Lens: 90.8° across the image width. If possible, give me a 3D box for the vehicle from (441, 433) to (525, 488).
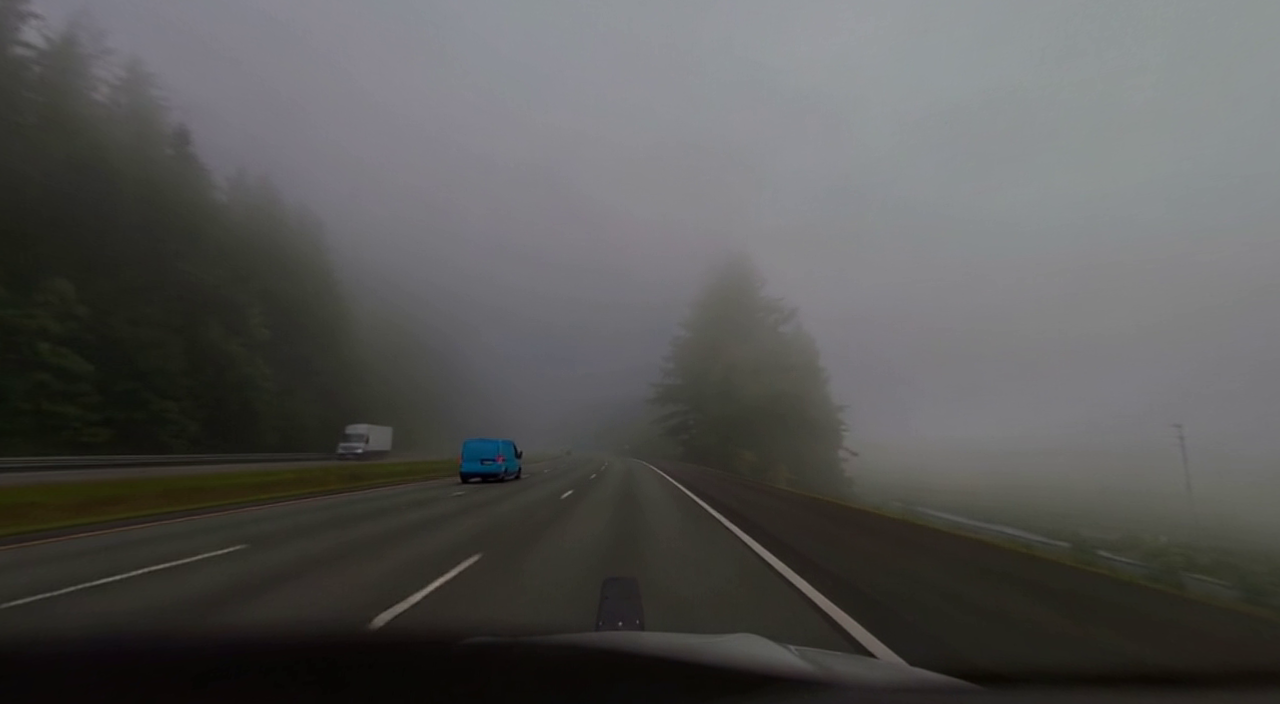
[{"bbox_3d":[-6.305,4.435,26.024,2.197,2.038,4.919,0,-9,0],"label":"vehicle"}]
